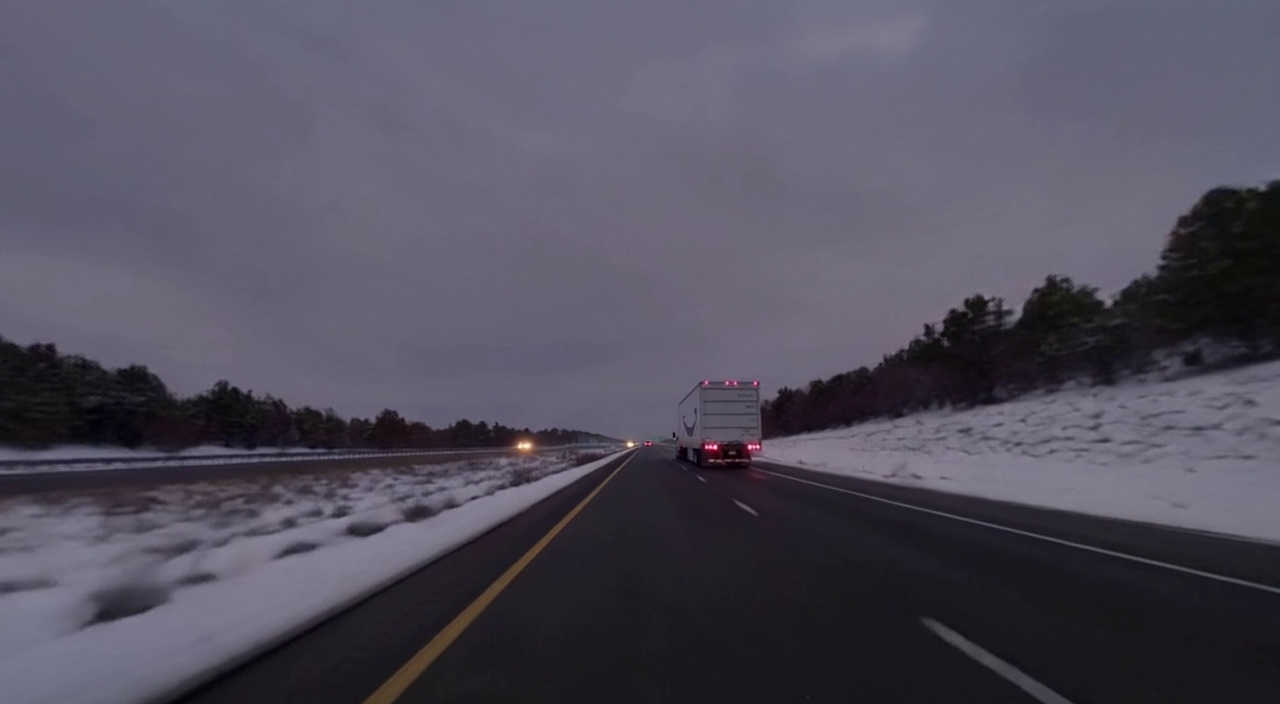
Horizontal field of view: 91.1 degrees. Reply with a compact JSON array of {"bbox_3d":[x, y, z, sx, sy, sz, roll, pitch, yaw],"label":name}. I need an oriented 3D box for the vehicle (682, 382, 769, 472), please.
[{"bbox_3d":[4.687,4.854,38.906,3.190,4.365,16.625,0,-8,0],"label":"vehicle"}]
